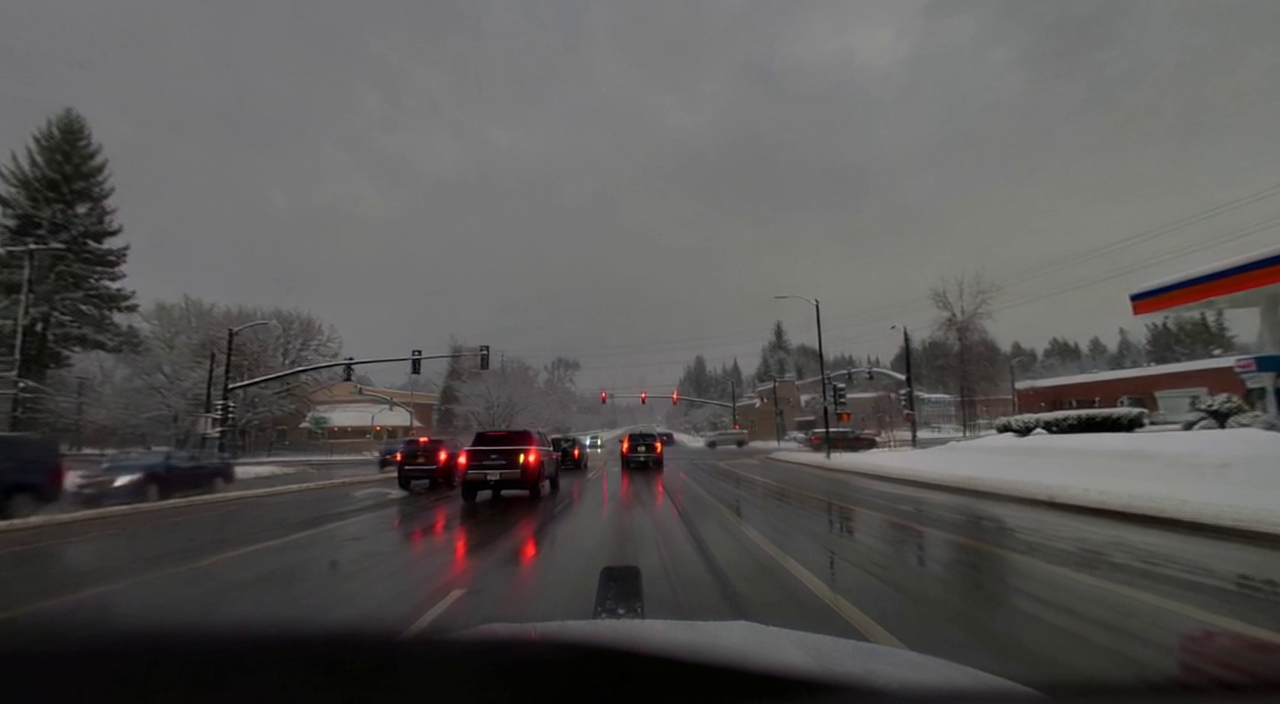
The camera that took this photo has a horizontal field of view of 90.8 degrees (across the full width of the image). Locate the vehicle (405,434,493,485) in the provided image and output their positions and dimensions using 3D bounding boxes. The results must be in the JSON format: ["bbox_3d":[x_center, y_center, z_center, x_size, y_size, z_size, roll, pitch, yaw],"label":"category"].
[{"bbox_3d":[-6.420,3.647,21.677,1.790,1.605,3.696,0,-9,1],"label":"vehicle"}]

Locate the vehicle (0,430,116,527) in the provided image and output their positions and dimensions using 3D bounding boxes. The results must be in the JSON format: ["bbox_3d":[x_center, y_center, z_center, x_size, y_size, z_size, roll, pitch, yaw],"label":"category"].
[{"bbox_3d":[-13.579,2.448,12.141,2.238,1.872,5.625,0,-9,-1],"label":"vehicle"}]

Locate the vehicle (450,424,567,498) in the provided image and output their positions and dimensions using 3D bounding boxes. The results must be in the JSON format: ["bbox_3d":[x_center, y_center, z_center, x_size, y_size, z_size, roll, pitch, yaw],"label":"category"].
[{"bbox_3d":[-3.334,2.882,16.999,2.096,1.718,4.266,0,-9,2],"label":"vehicle"}]

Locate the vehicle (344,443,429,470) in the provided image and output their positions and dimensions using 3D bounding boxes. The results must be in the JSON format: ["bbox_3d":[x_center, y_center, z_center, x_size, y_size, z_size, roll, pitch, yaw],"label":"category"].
[{"bbox_3d":[-16.364,6.771,41.246,2.299,1.616,5.765,-2,-9,11],"label":"vehicle"}]

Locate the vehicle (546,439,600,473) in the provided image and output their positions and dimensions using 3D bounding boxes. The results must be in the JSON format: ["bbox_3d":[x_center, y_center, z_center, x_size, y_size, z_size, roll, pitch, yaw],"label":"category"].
[{"bbox_3d":[-2.953,4.718,28.814,1.881,1.424,4.098,0,-9,2],"label":"vehicle"}]

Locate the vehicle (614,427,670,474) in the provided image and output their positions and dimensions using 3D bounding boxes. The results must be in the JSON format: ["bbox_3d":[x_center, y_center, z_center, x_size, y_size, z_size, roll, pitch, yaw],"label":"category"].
[{"bbox_3d":[0.105,4.273,27.544,2.224,1.819,5.005,0,-9,1],"label":"vehicle"}]

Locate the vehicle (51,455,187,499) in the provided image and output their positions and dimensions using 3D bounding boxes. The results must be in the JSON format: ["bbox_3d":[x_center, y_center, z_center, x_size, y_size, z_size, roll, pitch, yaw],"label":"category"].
[{"bbox_3d":[-19.620,4.684,24.047,1.779,1.481,3.879,0,-9,1],"label":"vehicle"}]
